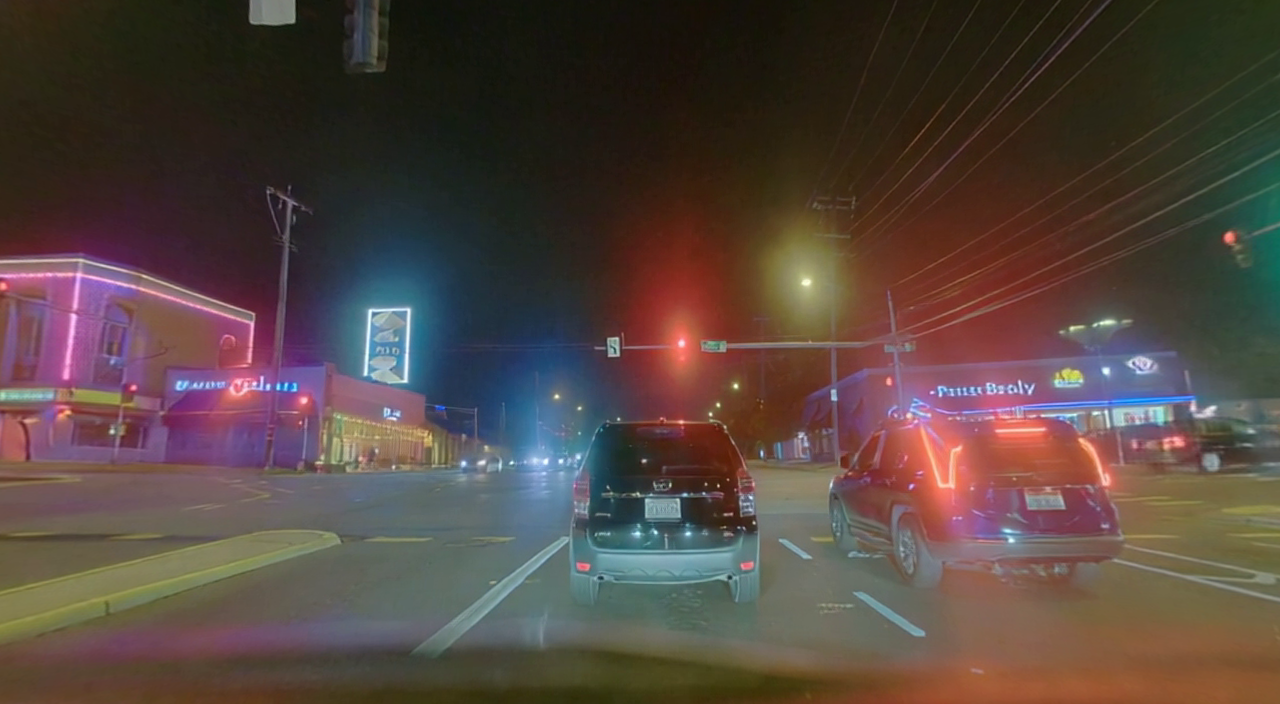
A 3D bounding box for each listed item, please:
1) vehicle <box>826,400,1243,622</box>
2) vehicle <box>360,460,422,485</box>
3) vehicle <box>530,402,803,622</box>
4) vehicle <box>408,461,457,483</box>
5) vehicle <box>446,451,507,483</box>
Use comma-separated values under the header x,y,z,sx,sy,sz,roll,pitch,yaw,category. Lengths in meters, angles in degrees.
x,y,z,sx,sy,sz,roll,pitch,yaw,category
3.614,1.514,6.950,1.976,1.664,4.189,-1,-8,2,vehicle
-16.253,7.838,41.380,1.872,1.433,4.404,-1,-8,7,vehicle
0.251,1.512,6.829,2.098,1.682,3.778,0,-8,2,vehicle
-15.490,8.955,47.270,1.875,1.475,4.449,-1,-8,5,vehicle
-9.548,6.759,37.272,2.023,1.713,4.451,-1,-8,6,vehicle
